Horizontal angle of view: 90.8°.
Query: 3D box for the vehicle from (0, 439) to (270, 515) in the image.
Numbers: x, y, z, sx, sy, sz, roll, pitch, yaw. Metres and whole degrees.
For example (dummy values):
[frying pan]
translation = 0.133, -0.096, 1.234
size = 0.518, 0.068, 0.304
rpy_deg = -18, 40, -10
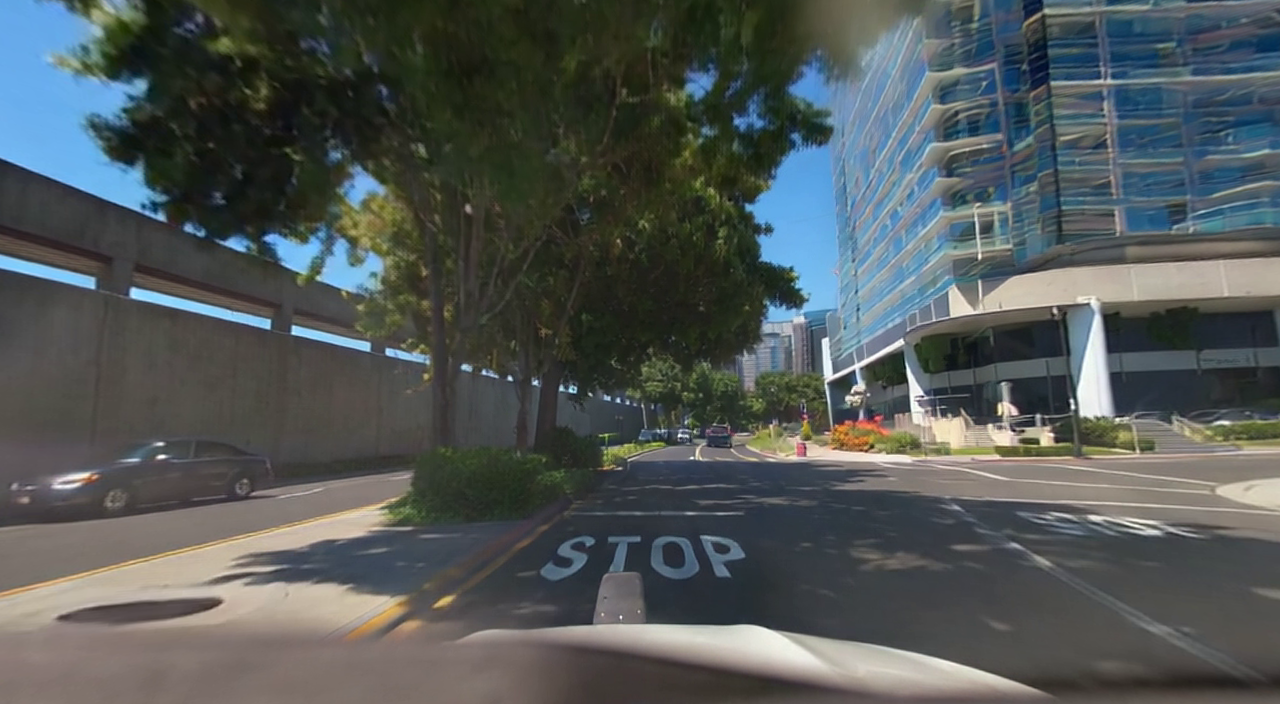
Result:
[vehicle]
translation = -11.032, 2.687, 14.070
size = 4.694, 1.447, 2.137
rpy_deg = 5, -10, -31
